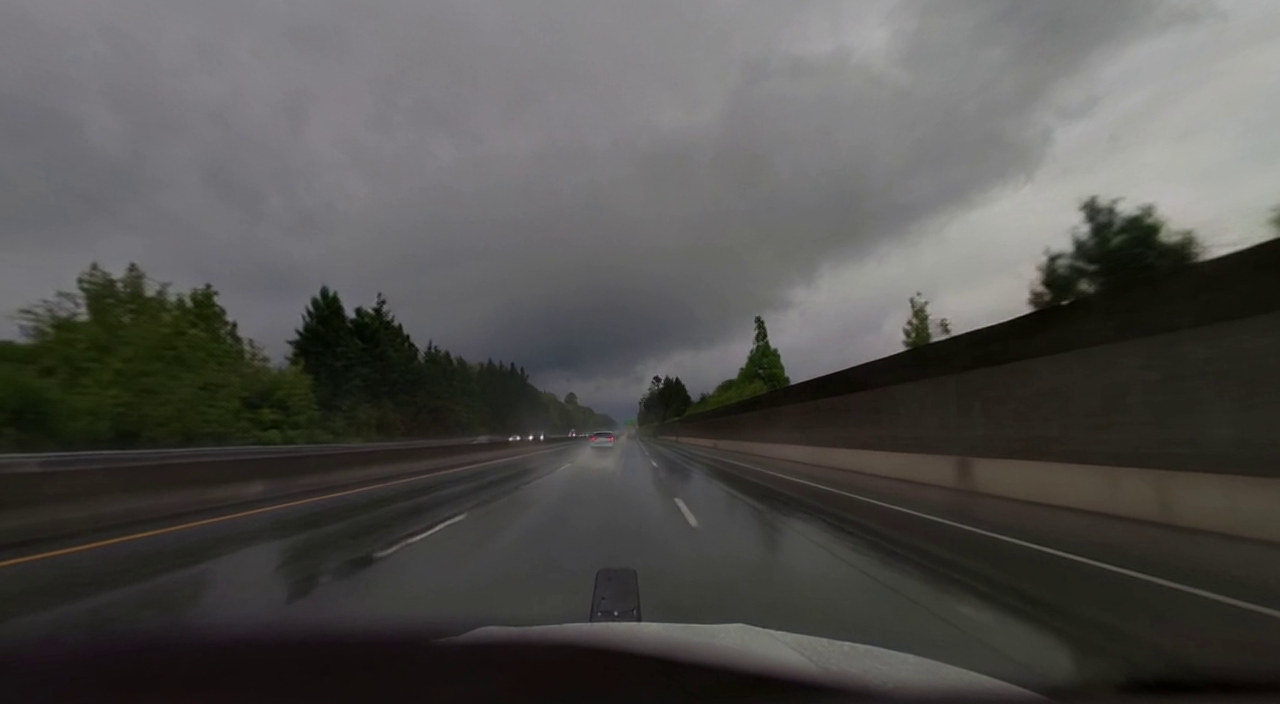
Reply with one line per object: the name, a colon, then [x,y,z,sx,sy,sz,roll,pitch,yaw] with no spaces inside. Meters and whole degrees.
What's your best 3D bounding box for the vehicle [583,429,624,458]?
vehicle: [-2.236,5.748,39.847,2.306,1.730,4.606,0,-8,1]
